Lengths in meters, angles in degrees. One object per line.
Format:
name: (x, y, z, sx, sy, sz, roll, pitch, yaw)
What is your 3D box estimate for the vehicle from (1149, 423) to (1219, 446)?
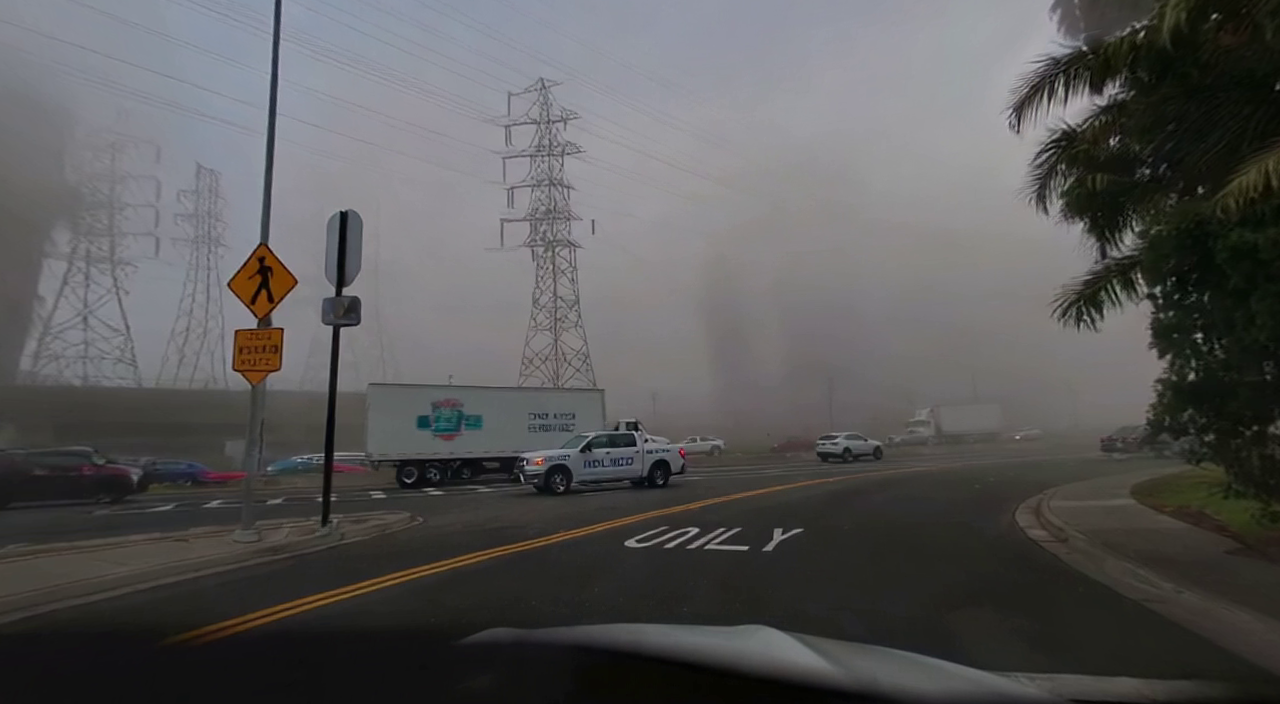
vehicle: (38.744, 5.898, 44.905, 4.543, 1.586, 1.983, 4, -9, -25)

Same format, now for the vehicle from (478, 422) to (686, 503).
vehicle: (-1.456, 2.902, 16.916, 5.132, 1.848, 2.101, 6, -10, -34)

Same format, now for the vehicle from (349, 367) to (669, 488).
vehicle: (-4.675, 2.975, 24.279, 11.567, 3.933, 2.903, 4, -9, -26)

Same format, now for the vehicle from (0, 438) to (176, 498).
vehicle: (-20.388, 4.064, 22.361, 5.866, 1.950, 2.266, 4, -9, -24)

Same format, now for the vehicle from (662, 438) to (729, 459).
vehicle: (3.945, 6.806, 44.489, 4.419, 1.451, 1.792, 4, -11, -28)

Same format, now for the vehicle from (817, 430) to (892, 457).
vehicle: (13.448, 5.750, 39.466, 4.234, 1.589, 1.923, 4, -10, -26)

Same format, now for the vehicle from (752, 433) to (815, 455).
vehicle: (11.010, 7.053, 48.395, 4.532, 1.567, 1.847, 4, -10, -26)
